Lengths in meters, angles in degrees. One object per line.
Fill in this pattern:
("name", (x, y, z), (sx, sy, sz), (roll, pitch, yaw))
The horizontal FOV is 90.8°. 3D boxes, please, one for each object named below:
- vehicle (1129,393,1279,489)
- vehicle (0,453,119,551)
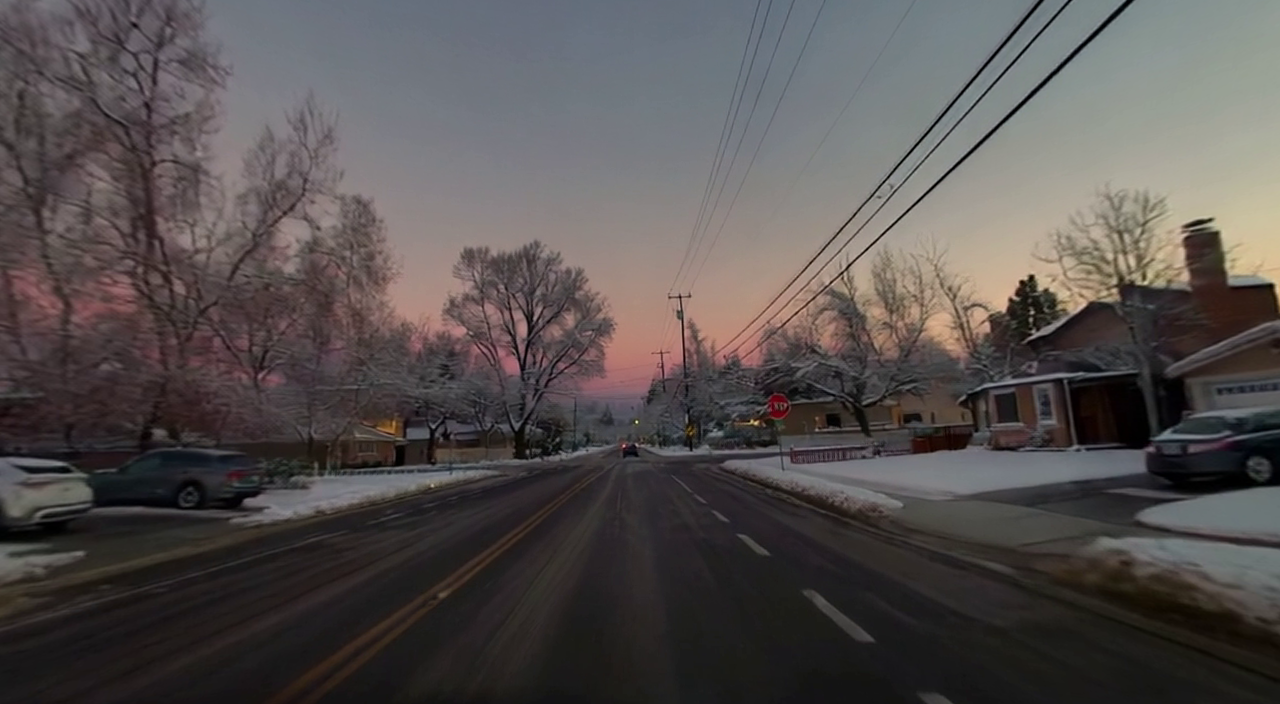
("vehicle", (13.129, 1.852, 13.125), (4.653, 1.775, 1.906), (1, -9, -10))
("vehicle", (-12.271, 2.612, 11.352), (3.927, 1.560, 2.049), (0, -8, -1))
